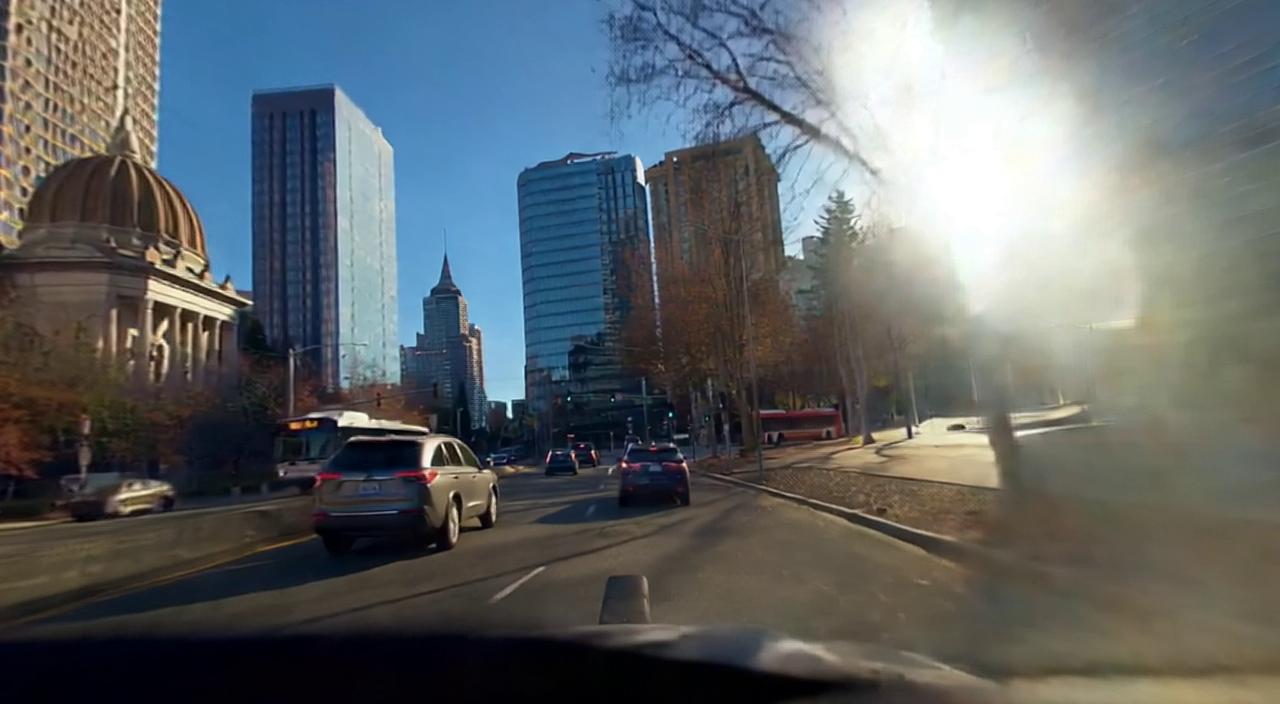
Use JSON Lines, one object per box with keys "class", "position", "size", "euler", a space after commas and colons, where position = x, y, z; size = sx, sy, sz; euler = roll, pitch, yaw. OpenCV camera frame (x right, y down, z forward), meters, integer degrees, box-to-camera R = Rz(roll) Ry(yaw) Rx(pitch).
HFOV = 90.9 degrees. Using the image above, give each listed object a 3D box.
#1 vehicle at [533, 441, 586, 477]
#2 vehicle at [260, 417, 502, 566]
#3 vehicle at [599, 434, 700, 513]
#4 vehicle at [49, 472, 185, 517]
{"class": "vehicle", "position": [-3.659, 4.928, 29.326], "size": [1.961, 1.517, 4.202], "euler": [0, -9, -1]}
{"class": "vehicle", "position": [-3.307, 1.841, 8.963], "size": [1.848, 1.641, 3.686], "euler": [0, -9, 0]}
{"class": "vehicle", "position": [0.092, 2.617, 14.014], "size": [1.933, 1.504, 3.802], "euler": [1, -9, -3]}
{"class": "vehicle", "position": [-21.550, 5.854, 26.270], "size": [1.927, 1.519, 4.447], "euler": [0, -9, -2]}
